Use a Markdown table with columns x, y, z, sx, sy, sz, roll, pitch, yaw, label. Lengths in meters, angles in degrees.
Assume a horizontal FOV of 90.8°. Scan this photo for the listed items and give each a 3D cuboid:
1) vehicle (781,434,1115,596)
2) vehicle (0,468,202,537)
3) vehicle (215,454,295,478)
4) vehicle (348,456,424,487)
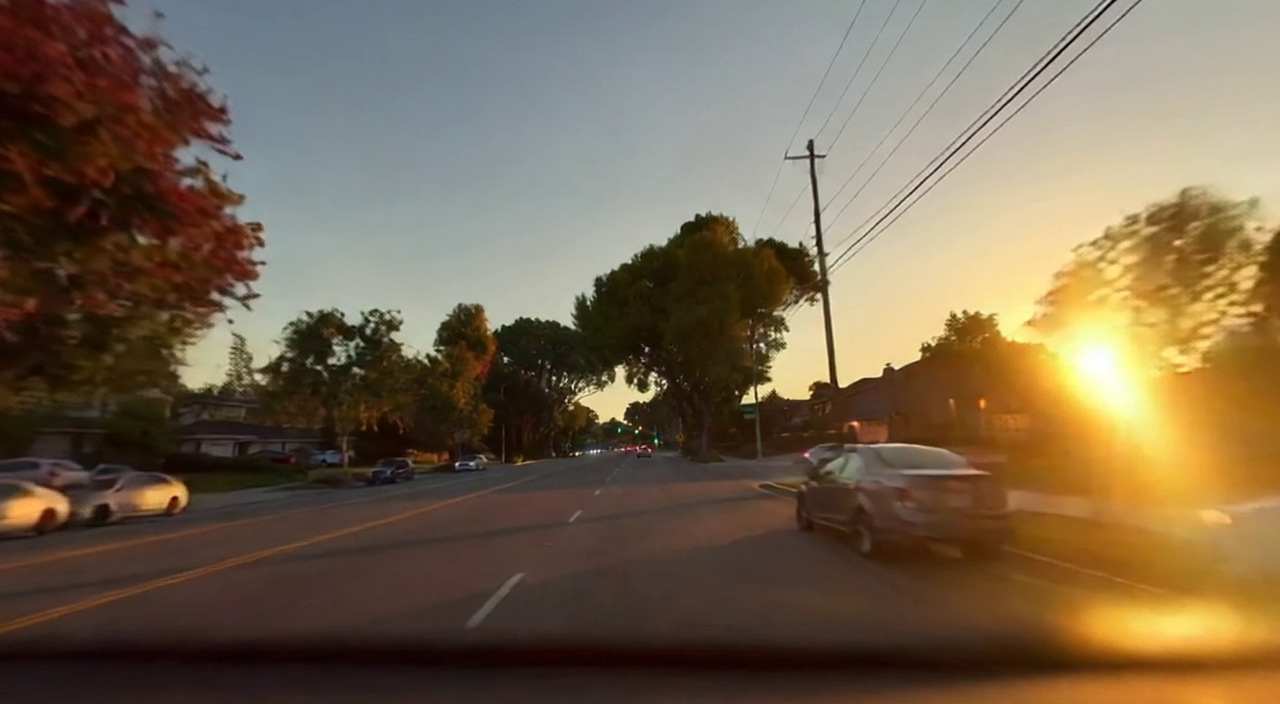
| x | y | z | sx | sy | sz | roll | pitch | yaw | label |
| --- | --- | --- | --- | --- | --- | --- | --- | --- | --- |
| 3.491 | 1.924 | 8.528 | 2.093 | 1.524 | 4.835 | 0 | -8 | 0 | vehicle |
| -13.779 | 3.780 | 16.356 | 1.802 | 1.402 | 4.251 | -1 | -9 | 0 | vehicle |
| -24.185 | 7.187 | 39.780 | 3.894 | 1.459 | 1.638 | 1 | -12 | 0 | vehicle |
| -13.624 | 6.428 | 34.241 | 1.901 | 1.481 | 4.636 | -1 | -9 | 4 | vehicle |
